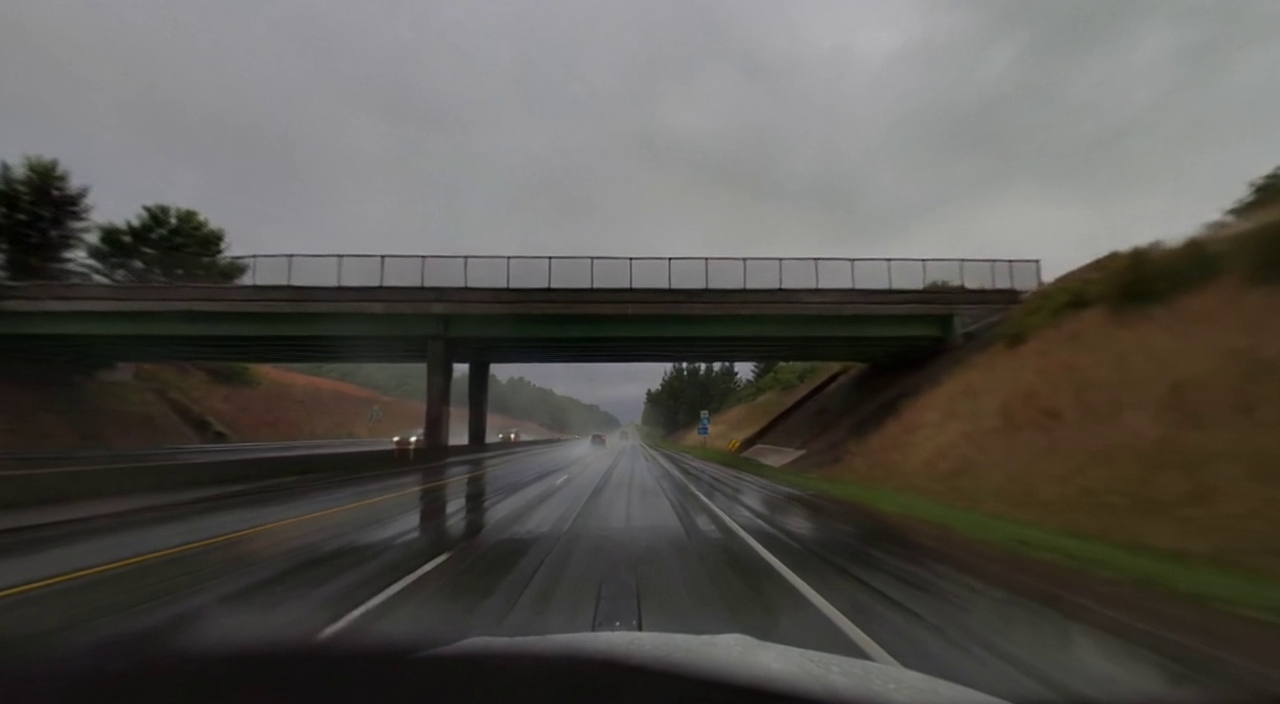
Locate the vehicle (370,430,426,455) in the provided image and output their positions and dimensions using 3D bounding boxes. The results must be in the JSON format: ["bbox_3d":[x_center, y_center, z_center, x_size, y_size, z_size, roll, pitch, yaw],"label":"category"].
[{"bbox_3d":[-15.783,5.911,41.265,1.879,1.483,4.596,0,-8,0],"label":"vehicle"}]
